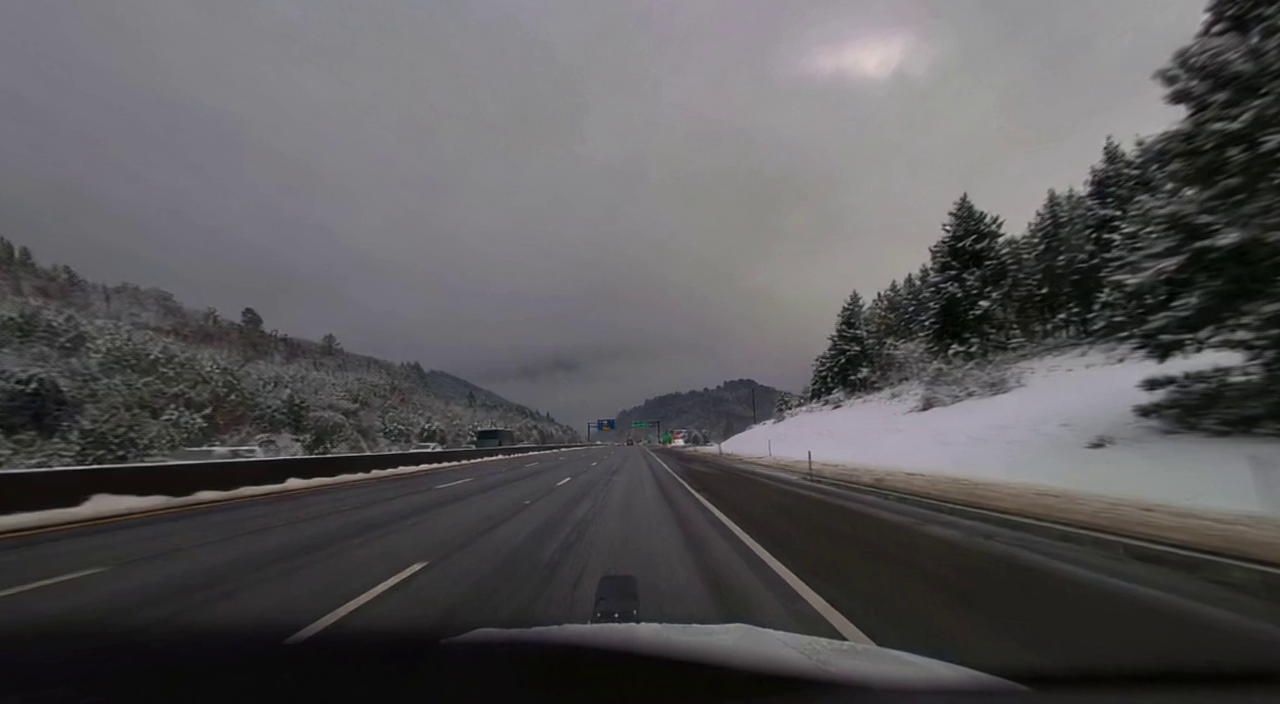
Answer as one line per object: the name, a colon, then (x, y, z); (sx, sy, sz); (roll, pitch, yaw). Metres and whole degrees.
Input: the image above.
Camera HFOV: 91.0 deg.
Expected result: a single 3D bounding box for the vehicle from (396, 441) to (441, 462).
vehicle: (-16.676, 7.489, 47.668); (1.788, 1.460, 4.368); (-1, -8, 0)
